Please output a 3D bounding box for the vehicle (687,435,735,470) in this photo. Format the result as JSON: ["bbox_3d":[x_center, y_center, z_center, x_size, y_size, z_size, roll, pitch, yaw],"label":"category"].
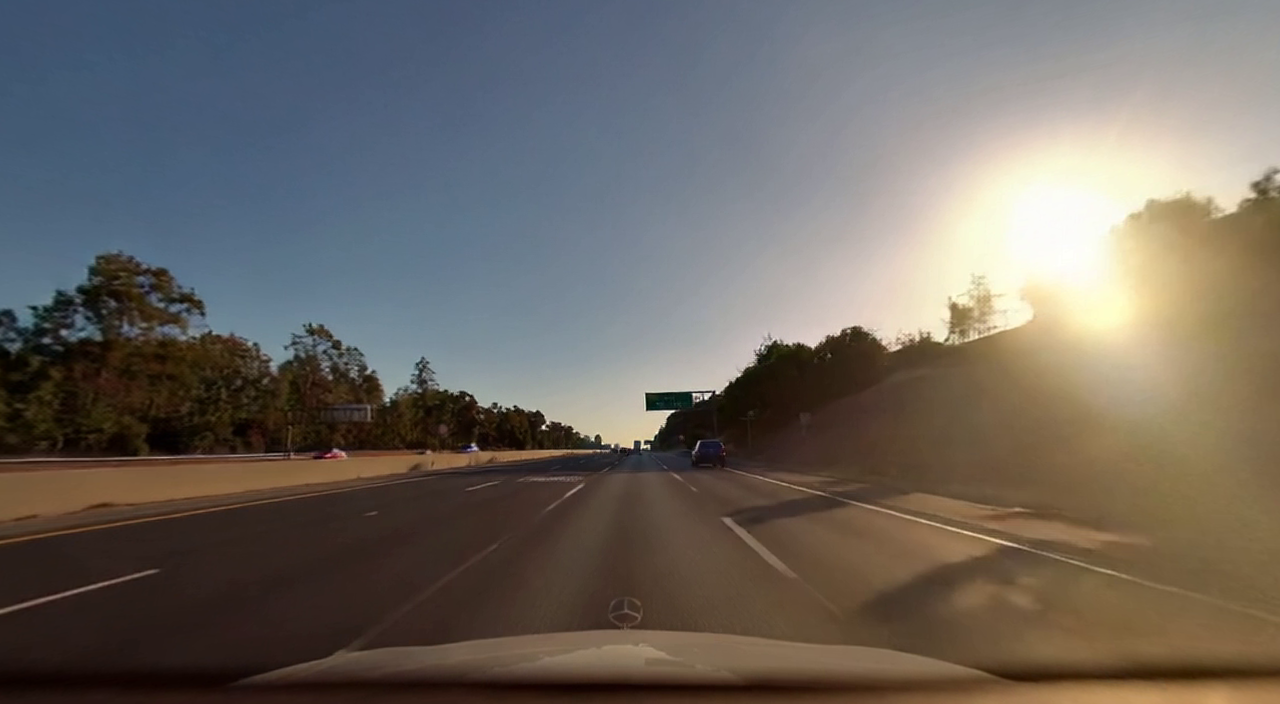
[{"bbox_3d":[4.107,5.944,37.475,2.172,1.930,4.879,0,-8,-1],"label":"vehicle"}]
